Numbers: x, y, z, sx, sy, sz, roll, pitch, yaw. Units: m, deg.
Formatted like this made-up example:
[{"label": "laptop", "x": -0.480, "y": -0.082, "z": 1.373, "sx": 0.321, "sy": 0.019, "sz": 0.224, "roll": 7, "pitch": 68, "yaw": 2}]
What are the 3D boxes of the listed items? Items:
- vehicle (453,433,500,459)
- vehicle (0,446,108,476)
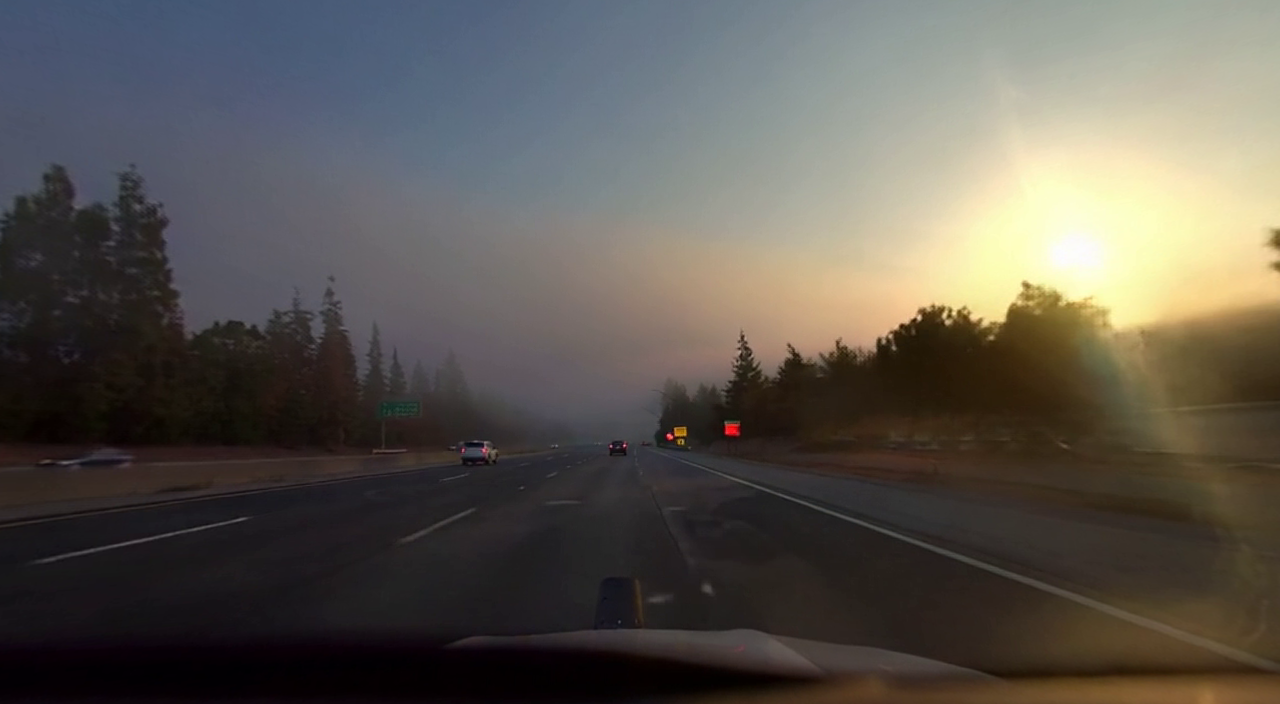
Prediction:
[{"label": "vehicle", "x": -12.479, "y": 7.219, "z": 48.466, "sx": 2.270, "sy": 1.936, "sz": 5.190, "roll": 0, "pitch": -8, "yaw": -1}, {"label": "vehicle", "x": -30.887, "y": 5.681, "z": 33.287, "sx": 1.823, "sy": 1.460, "sz": 4.460, "roll": 0, "pitch": -8, "yaw": -1}]
